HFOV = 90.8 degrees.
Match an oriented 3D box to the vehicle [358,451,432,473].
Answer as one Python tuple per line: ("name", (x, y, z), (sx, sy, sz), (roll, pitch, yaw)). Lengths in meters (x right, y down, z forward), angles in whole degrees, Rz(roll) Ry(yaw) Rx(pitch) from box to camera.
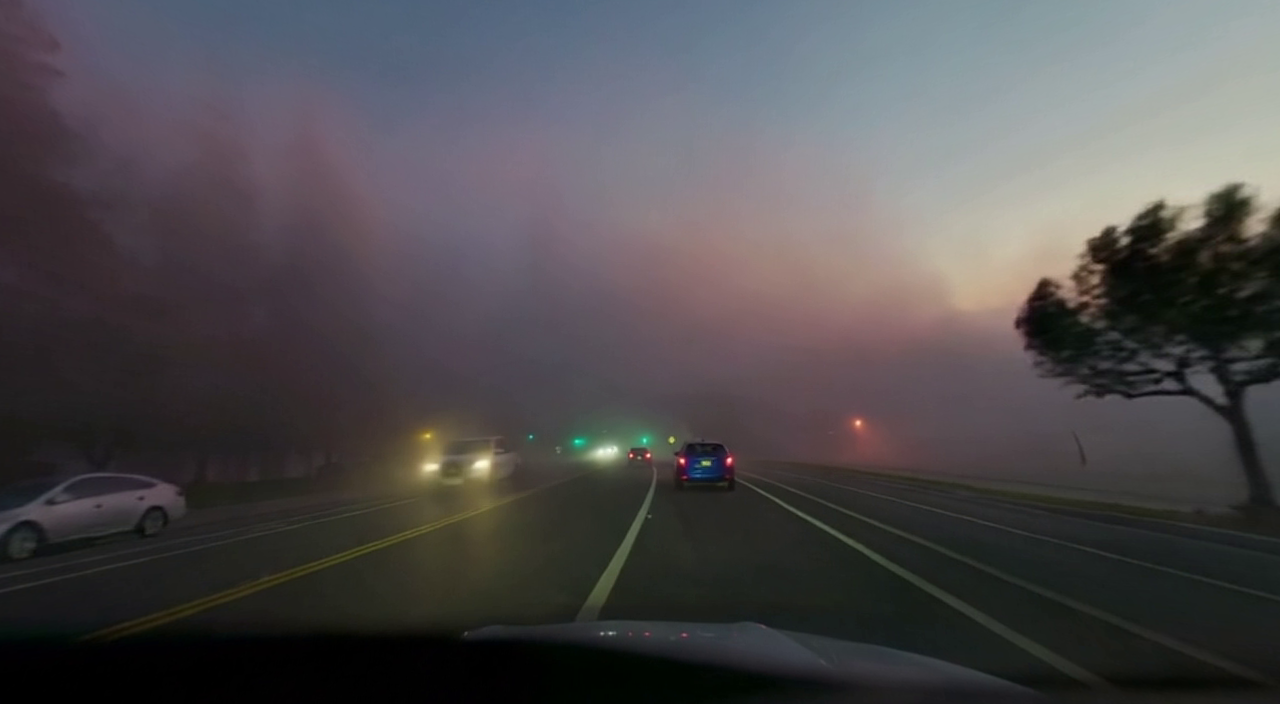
("vehicle", (-17.496, 7.869, 45.220), (4.514, 1.523, 1.860), (0, -8, 1))

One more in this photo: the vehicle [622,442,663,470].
("vehicle", (0.080, 5.866, 35.700), (2.196, 1.449, 4.006), (0, -9, -2))

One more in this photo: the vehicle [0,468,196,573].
("vehicle", (-10.590, 2.891, 11.250), (1.831, 1.464, 4.520), (-1, -9, 4))

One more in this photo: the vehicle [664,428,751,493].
("vehicle", (1.942, 3.343, 19.722), (2.200, 1.763, 4.676), (0, -9, 0))

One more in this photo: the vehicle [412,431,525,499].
("vehicle", (-5.346, 3.599, 20.513), (2.146, 1.912, 4.878), (-1, -9, 2))
